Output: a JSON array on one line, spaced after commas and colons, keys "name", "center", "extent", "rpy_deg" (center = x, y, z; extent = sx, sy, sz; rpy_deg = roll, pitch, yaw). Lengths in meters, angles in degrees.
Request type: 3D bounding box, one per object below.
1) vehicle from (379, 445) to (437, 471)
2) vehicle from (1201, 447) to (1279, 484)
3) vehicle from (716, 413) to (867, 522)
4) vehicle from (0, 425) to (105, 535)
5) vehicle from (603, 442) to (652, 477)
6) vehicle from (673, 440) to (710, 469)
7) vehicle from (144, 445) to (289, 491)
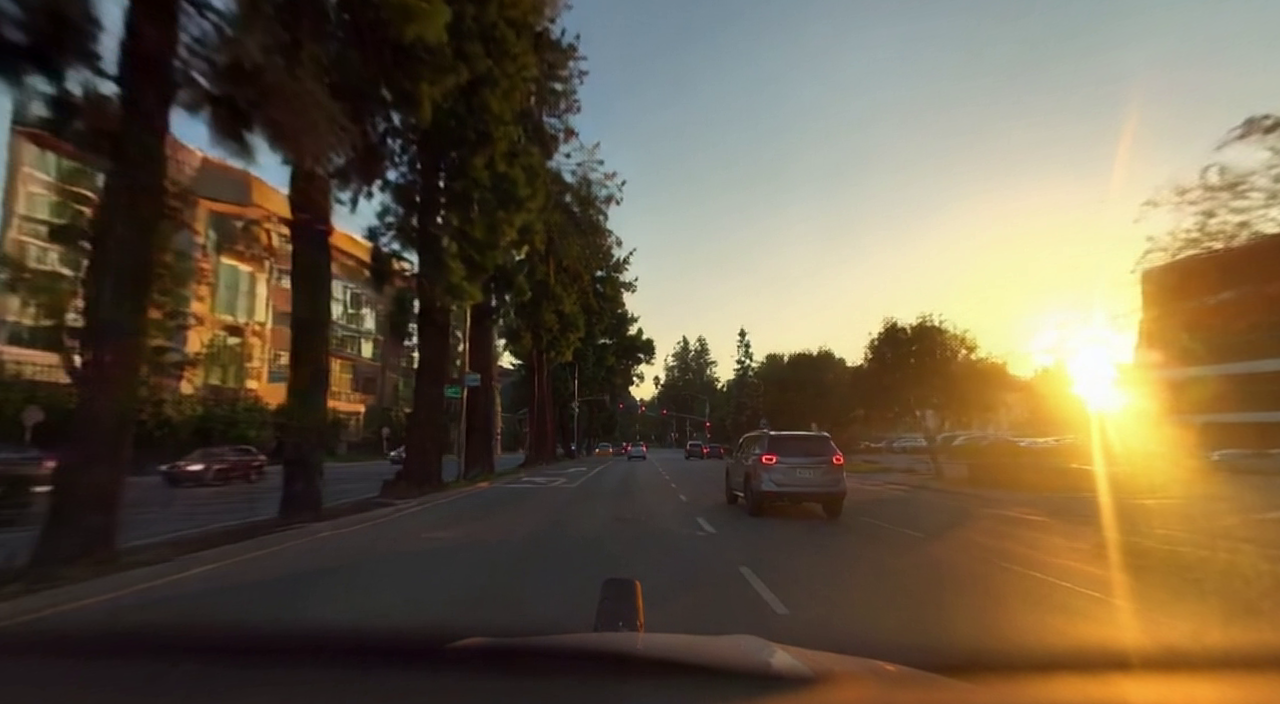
[{"name": "vehicle", "center": [-14.517, 6.653, 39.853], "extent": [1.913, 1.477, 4.470], "rpy_deg": [-1, -9, 1]}, {"name": "vehicle", "center": [29.214, 5.230, 29.411], "extent": [1.912, 1.598, 4.602], "rpy_deg": [-1, -9, 0]}, {"name": "vehicle", "center": [2.972, 2.391, 13.516], "extent": [2.035, 1.940, 4.299], "rpy_deg": [0, -9, -1]}, {"name": "vehicle", "center": [-11.530, 1.920, 9.182], "extent": [2.496, 1.750, 5.670], "rpy_deg": [-1, -9, 1]}, {"name": "vehicle", "center": [-0.577, 4.952, 29.331], "extent": [2.119, 1.460, 3.847], "rpy_deg": [0, -9, 0]}, {"name": "vehicle", "center": [3.217, 6.480, 40.080], "extent": [1.922, 1.708, 4.126], "rpy_deg": [0, -9, -1]}, {"name": "vehicle", "center": [-15.240, 4.173, 23.123], "extent": [1.993, 1.465, 4.761], "rpy_deg": [-1, -9, 0]}]
